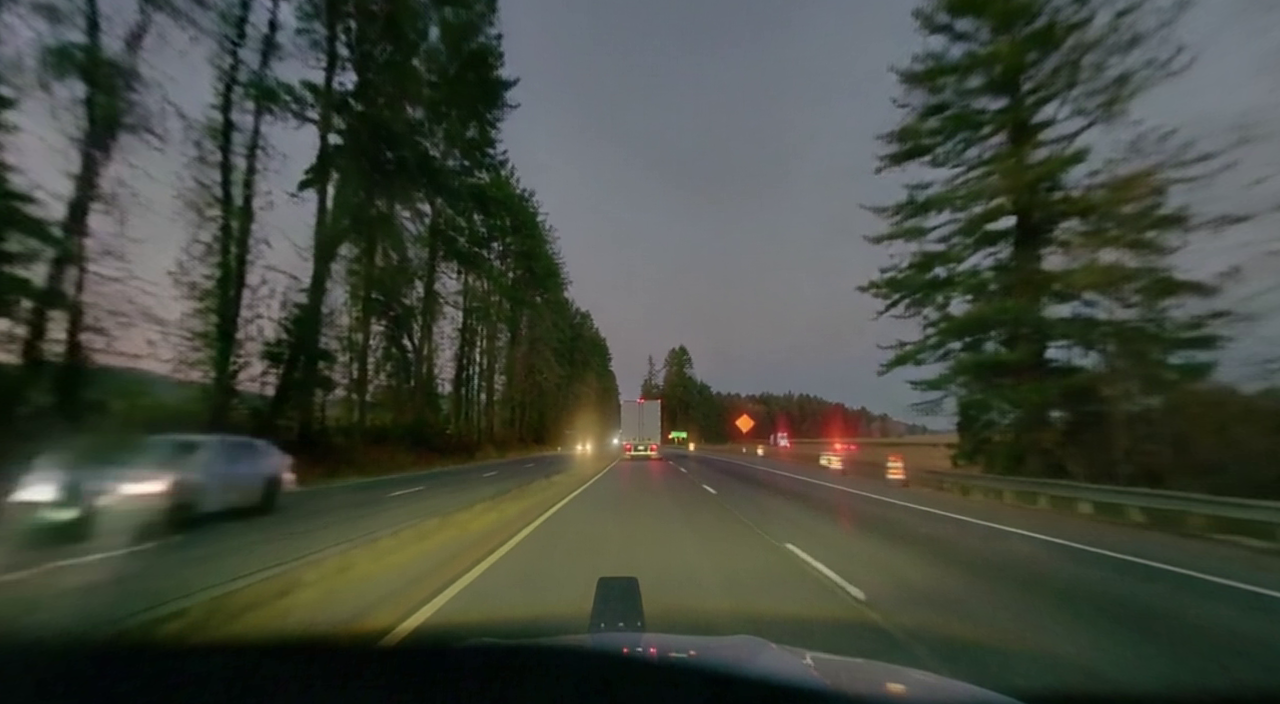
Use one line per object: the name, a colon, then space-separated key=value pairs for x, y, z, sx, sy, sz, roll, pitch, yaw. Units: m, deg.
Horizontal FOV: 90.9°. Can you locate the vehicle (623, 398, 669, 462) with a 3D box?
vehicle: x=0.239 y=5.761 z=45.864 sx=2.935 sy=4.068 sz=11.036 roll=0 pitch=-8 yaw=-1
